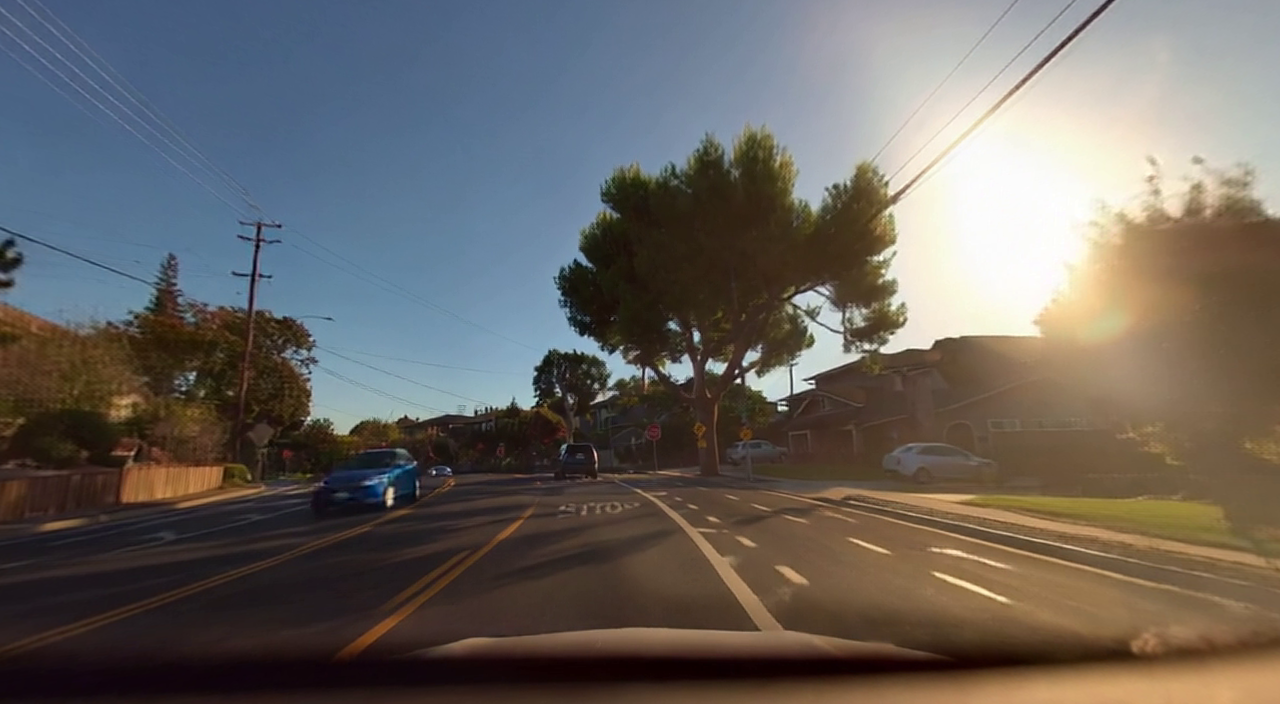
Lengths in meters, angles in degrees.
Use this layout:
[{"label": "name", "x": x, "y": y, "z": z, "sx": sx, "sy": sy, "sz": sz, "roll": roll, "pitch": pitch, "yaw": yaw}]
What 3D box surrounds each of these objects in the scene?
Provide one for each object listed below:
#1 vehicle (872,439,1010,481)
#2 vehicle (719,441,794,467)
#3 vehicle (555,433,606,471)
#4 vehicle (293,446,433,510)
[{"label": "vehicle", "x": 11.481, "y": 4.129, "z": 24.215, "sx": 4.383, "sy": 1.508, "sz": 1.884, "roll": 1, "pitch": -8, "yaw": -6}, {"label": "vehicle", "x": 7.893, "y": 6.924, "z": 42.858, "sx": 4.582, "sy": 1.707, "sz": 1.934, "roll": 2, "pitch": -9, "yaw": -13}, {"label": "vehicle", "x": -3.380, "y": 5.478, "z": 34.940, "sx": 2.284, "sy": 1.741, "sz": 4.702, "roll": 4, "pitch": -7, "yaw": -11}, {"label": "vehicle", "x": -7.277, "y": 3.308, "z": 17.151, "sx": 2.003, "sy": 1.483, "sz": 4.545, "roll": 0, "pitch": -8, "yaw": -4}]
